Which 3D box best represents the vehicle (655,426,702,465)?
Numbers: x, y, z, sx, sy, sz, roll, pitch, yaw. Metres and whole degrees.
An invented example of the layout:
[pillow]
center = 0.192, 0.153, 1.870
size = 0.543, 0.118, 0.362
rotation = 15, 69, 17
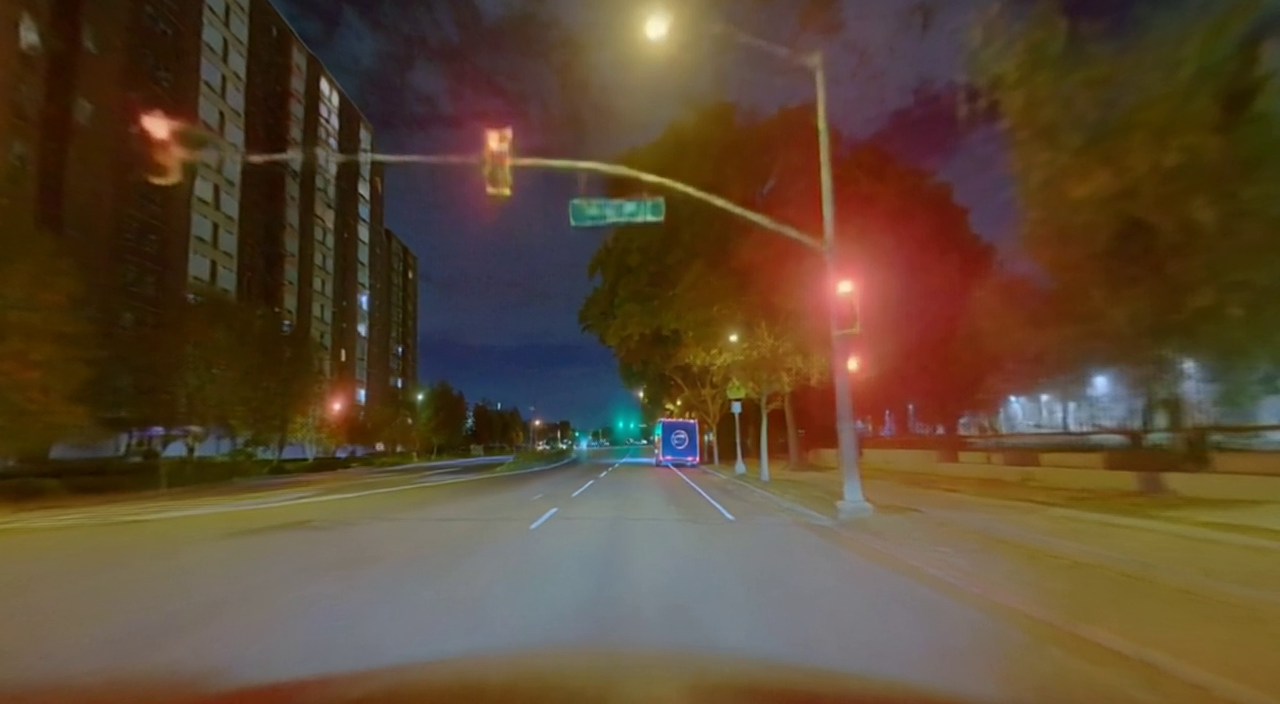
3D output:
[vehicle]
center = 2.260, 5.733, 38.817
size = 2.514, 2.218, 5.013
rotation = 0, -9, -1
